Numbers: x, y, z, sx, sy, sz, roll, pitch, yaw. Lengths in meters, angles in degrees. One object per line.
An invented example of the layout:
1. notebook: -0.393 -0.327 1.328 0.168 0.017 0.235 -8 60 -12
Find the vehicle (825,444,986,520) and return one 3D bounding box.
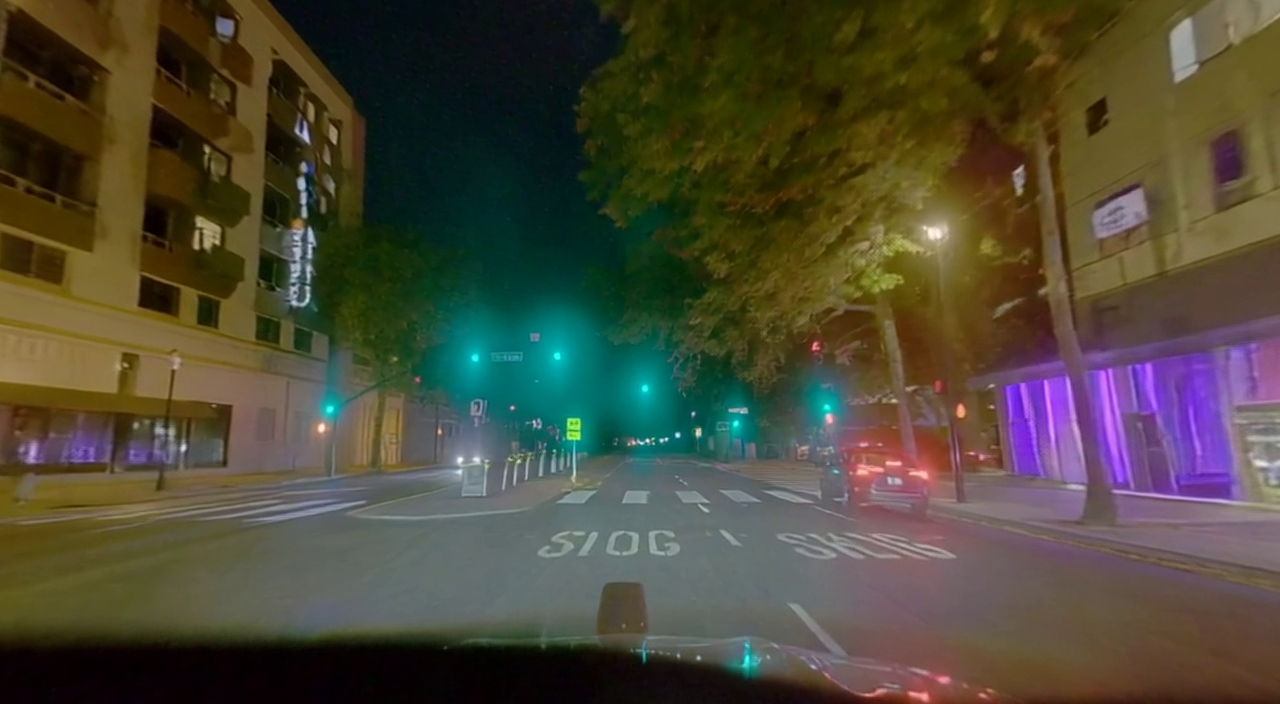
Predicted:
1. vehicle: 6.056 2.983 15.054 1.906 1.523 4.336 0 -9 -1
